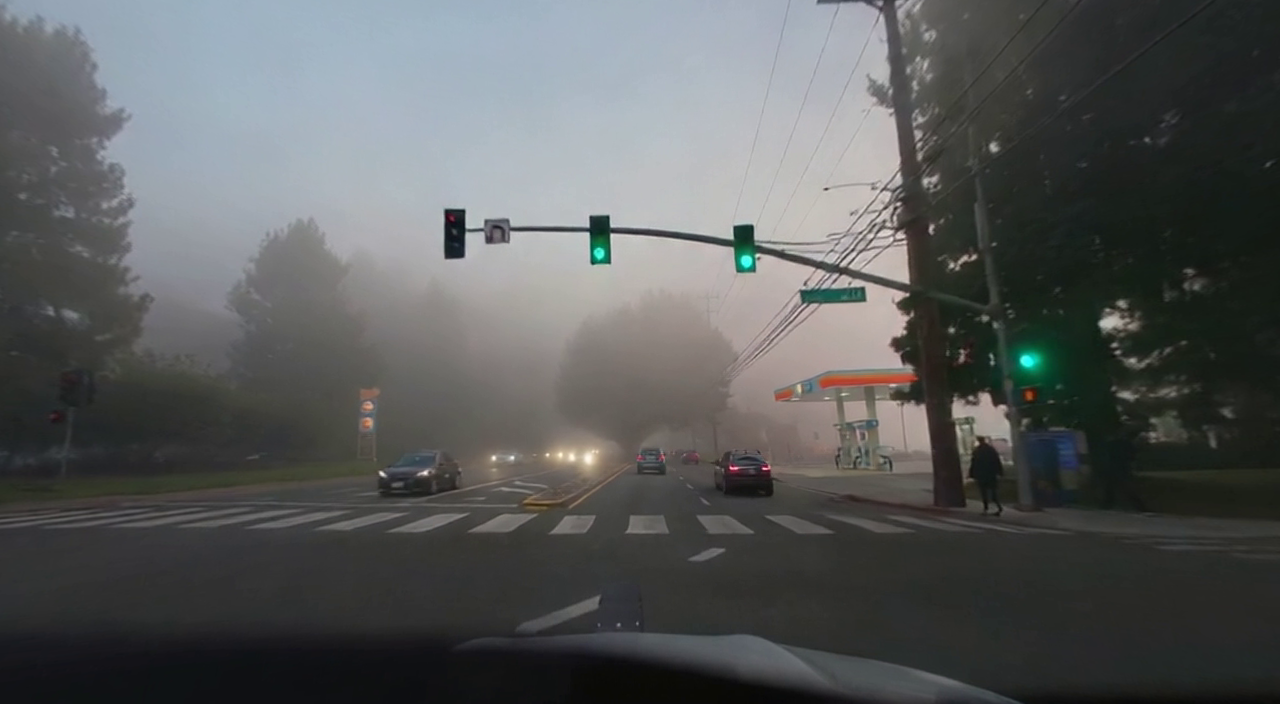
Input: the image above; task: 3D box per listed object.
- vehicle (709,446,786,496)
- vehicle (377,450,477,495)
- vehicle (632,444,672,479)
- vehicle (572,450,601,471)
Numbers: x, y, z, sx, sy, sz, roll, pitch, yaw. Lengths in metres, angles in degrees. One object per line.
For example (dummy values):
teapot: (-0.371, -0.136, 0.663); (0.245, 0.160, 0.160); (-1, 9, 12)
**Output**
vehicle: (3.757, 4.237, 22.898); (1.990, 1.592, 4.294); (0, -9, 0)
vehicle: (-7.975, 4.520, 24.176); (2.109, 1.525, 4.562); (-1, -9, 2)
vehicle: (0.668, 6.160, 35.738); (2.163, 1.825, 4.073); (0, -9, 1)
vehicle: (-4.088, 8.384, 48.922); (1.816, 1.484, 3.629); (-1, -9, 2)
